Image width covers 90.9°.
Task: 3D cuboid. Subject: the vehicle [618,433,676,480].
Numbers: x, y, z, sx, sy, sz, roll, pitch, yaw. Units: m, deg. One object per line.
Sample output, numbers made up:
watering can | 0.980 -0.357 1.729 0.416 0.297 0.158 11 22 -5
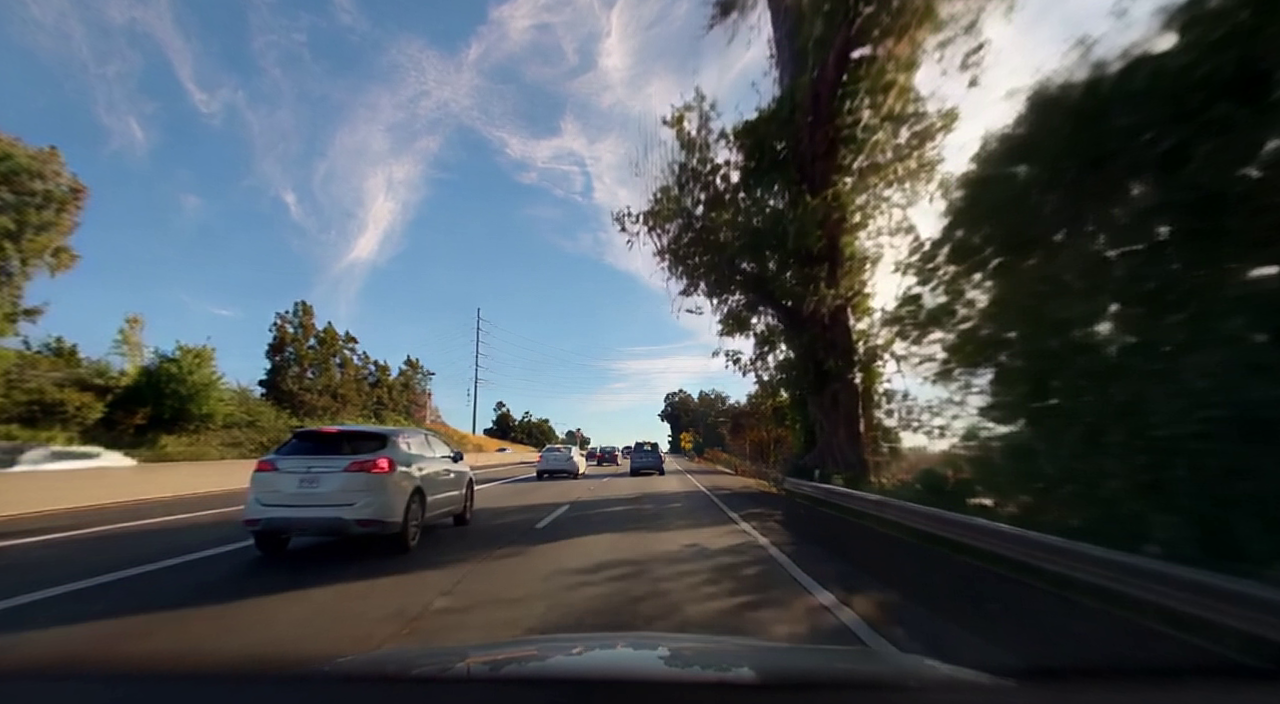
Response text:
vehicle | 0.325 4.459 27.130 2.319 1.813 4.274 0 -8 1

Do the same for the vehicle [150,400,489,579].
vehicle | -3.729 1.698 8.561 2.104 1.754 4.515 0 -8 2

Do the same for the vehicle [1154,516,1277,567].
vehicle | 25.315 8.323 27.983 1.985 1.513 4.339 -2 -8 11

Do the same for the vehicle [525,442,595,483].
vehicle | -3.077 4.379 25.351 2.092 1.464 4.466 0 -8 2
